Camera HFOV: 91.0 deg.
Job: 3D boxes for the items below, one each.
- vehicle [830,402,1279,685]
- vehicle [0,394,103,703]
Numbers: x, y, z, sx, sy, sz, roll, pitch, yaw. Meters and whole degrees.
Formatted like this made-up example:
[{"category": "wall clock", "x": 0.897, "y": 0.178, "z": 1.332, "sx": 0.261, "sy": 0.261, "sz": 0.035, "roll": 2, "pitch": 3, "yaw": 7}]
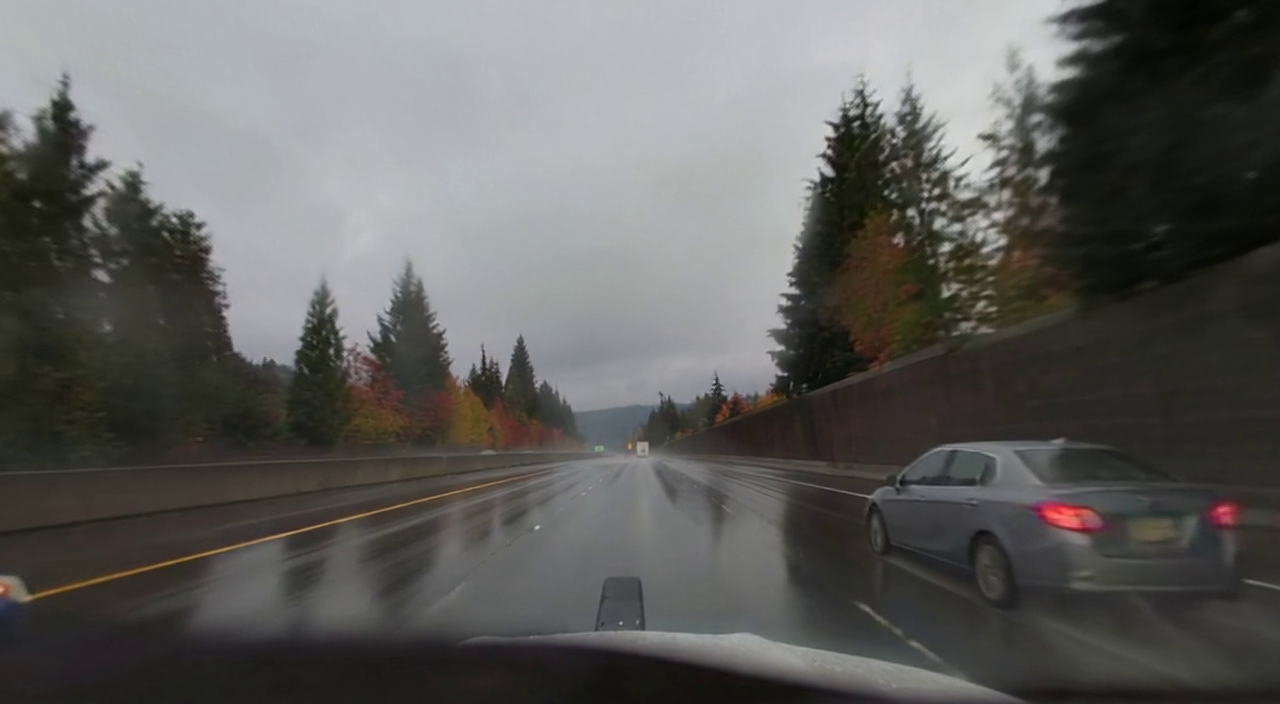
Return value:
[{"category": "vehicle", "x": 3.605, "y": 1.424, "z": 5.944, "sx": 2.146, "sy": 1.573, "sz": 4.661, "roll": 0, "pitch": -8, "yaw": 0}, {"category": "vehicle", "x": -4.029, "y": 0.727, "z": 1.260, "sx": 2.010, "sy": 1.550, "sz": 4.376, "roll": 0, "pitch": -9, "yaw": 0}]
